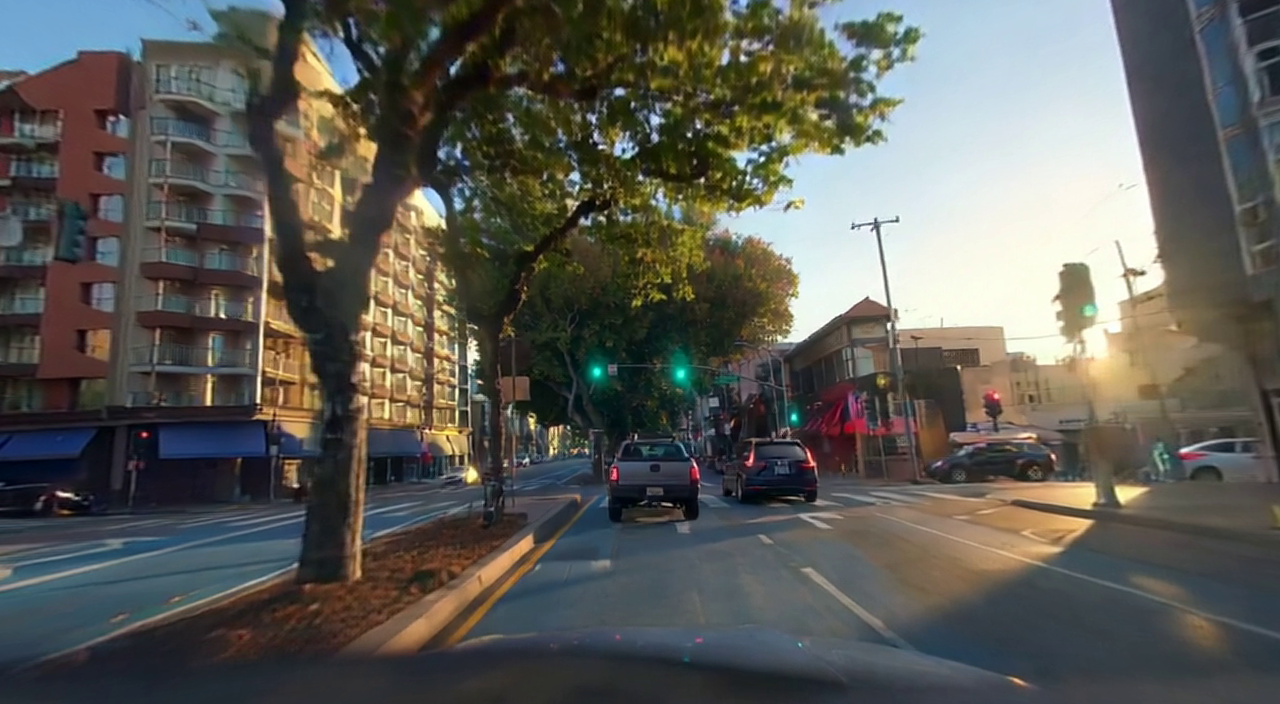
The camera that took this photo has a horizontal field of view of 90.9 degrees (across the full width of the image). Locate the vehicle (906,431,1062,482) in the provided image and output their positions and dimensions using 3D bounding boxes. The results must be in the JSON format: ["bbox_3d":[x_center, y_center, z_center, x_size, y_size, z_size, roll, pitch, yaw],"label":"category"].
[{"bbox_3d":[14.183,4.362,26.324,5.156,2.005,2.122,-1,-9,6],"label":"vehicle"}]

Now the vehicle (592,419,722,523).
[{"bbox_3d":[0.283,2.344,12.869,2.209,1.748,4.130,0,-9,0],"label":"vehicle"}]

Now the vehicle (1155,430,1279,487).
[{"bbox_3d":[18.837,3.250,19.371,4.248,1.642,1.961,0,-9,0],"label":"vehicle"}]

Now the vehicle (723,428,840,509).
[{"bbox_3d":[3.362,2.864,15.868,1.939,1.746,4.091,0,-9,-1],"label":"vehicle"}]

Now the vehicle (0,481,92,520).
[{"bbox_3d":[-27.716,6.796,28.921,3.416,1.466,1.840,1,-7,0],"label":"vehicle"}]

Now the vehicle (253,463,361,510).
[{"bbox_3d":[-13.582,5.471,26.059,2.035,1.619,4.327,0,-9,1],"label":"vehicle"}]

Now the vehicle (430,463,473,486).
[{"bbox_3d":[-13.999,9.152,47.169,1.856,1.521,4.309,0,-9,0],"label":"vehicle"}]
